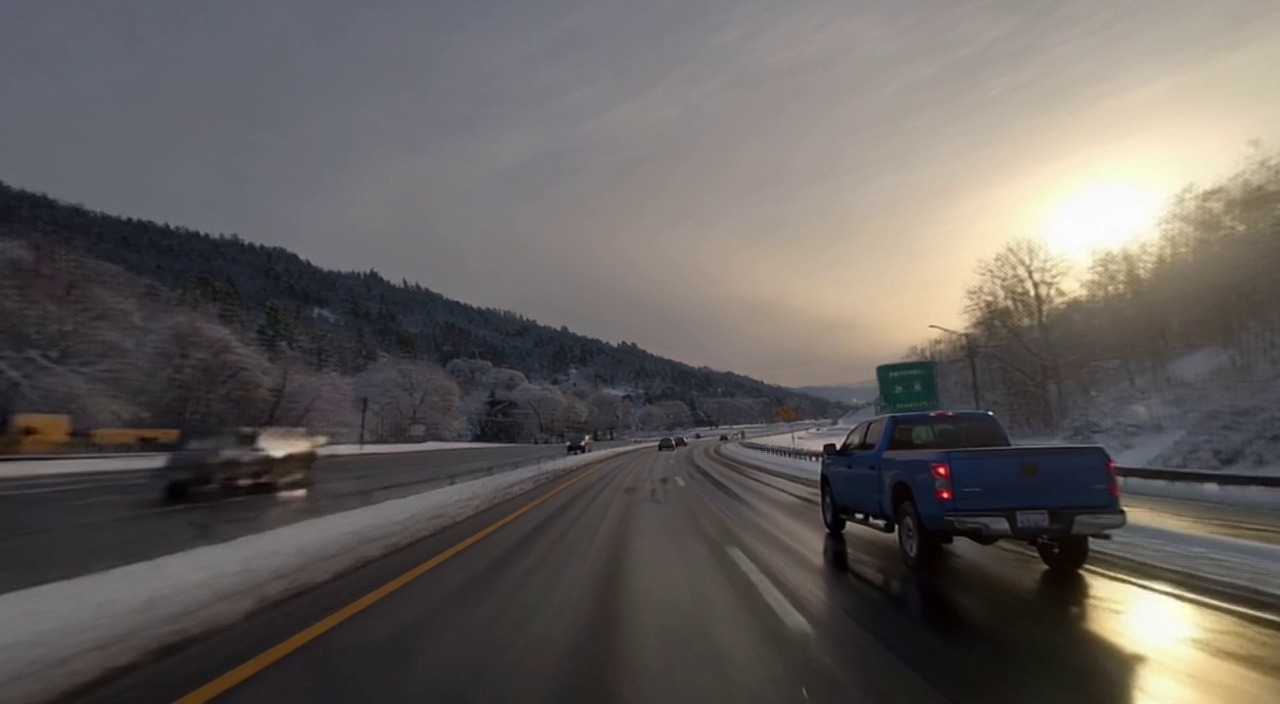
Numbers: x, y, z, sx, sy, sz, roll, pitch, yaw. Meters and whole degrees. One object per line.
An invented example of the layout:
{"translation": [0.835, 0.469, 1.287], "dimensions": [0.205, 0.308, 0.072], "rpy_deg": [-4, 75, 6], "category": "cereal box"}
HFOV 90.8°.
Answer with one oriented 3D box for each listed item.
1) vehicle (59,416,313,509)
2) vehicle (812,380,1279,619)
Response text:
{"translation": [-11.006, 2.729, 16.130], "dimensions": [2.173, 1.932, 5.712], "rpy_deg": [0, -8, 1], "category": "vehicle"}
{"translation": [3.662, 1.420, 7.051], "dimensions": [2.151, 1.744, 4.709], "rpy_deg": [0, -8, 0], "category": "vehicle"}
